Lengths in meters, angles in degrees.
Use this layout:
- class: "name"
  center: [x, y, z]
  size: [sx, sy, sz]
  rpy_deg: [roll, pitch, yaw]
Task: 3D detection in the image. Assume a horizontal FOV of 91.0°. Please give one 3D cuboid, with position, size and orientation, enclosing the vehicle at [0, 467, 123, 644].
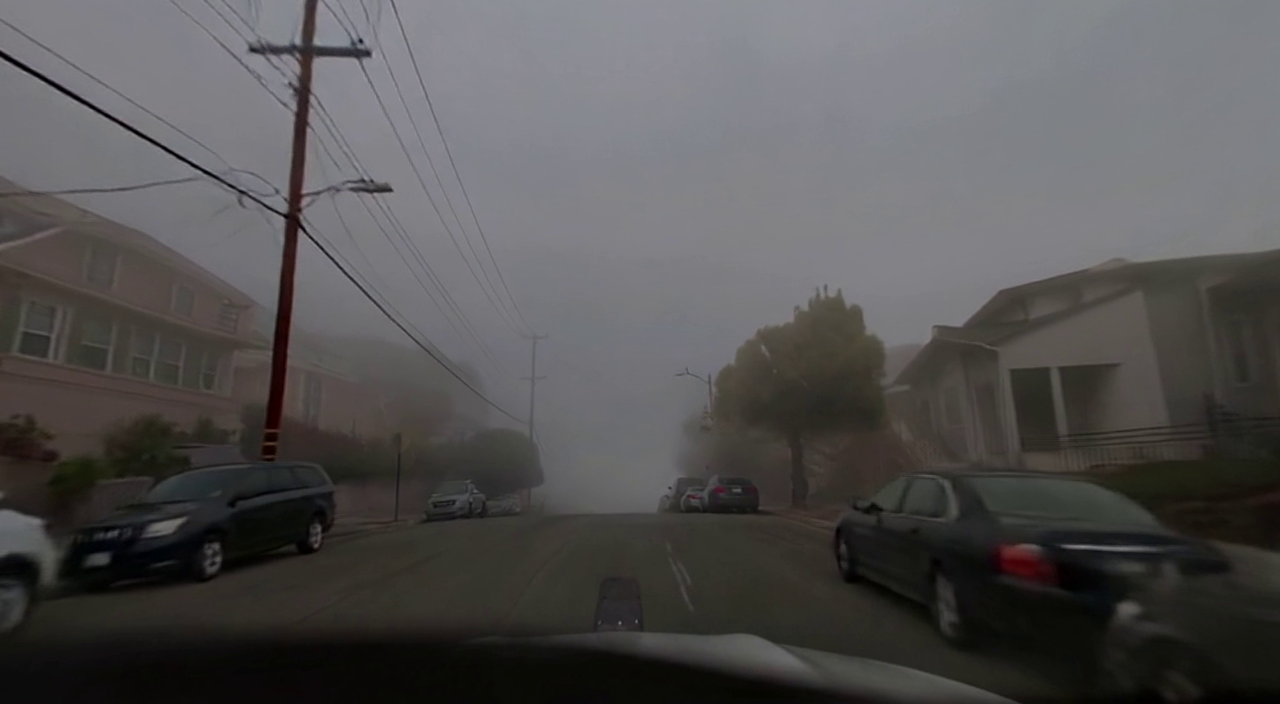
- class: "vehicle"
  center: [-6.388, 1.601, 4.290]
  size: [1.960, 1.437, 4.454]
  rpy_deg: [0, -8, -1]

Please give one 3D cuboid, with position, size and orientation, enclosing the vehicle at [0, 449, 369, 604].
- class: "vehicle"
  center: [-6.535, 2.432, 10.008]
  size: [2.017, 1.683, 5.412]
  rpy_deg: [0, -8, 0]

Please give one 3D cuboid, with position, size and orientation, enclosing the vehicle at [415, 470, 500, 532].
- class: "vehicle"
  center: [-6.711, 5.488, 23.719]
  size: [1.933, 1.824, 5.142]
  rpy_deg: [0, -8, -3]

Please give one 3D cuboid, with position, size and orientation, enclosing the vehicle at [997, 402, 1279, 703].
- class: "vehicle"
  center: [3.063, 0.755, 0.860]
  size: [2.212, 1.476, 4.678]
  rpy_deg: [1, -8, -3]

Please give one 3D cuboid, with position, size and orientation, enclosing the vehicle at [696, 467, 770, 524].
- class: "vehicle"
  center: [2.877, 4.550, 20.316]
  size: [1.756, 1.455, 3.965]
  rpy_deg: [0, -8, -1]
